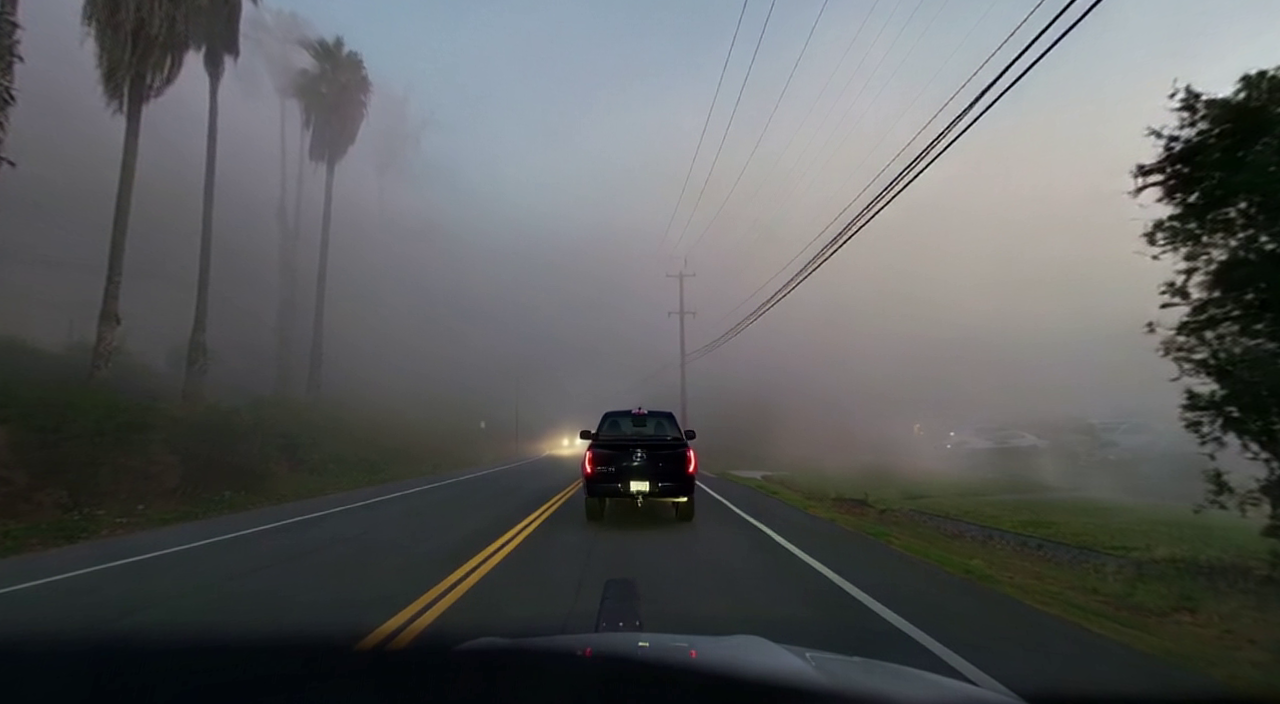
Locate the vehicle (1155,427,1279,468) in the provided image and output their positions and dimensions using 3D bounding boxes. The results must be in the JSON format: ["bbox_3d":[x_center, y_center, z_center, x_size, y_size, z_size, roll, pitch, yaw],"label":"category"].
[{"bbox_3d":[24.474,4.019,26.396,4.314,1.553,1.948,0,-11,-7],"label":"vehicle"}]

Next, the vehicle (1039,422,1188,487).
[{"bbox_3d":[16.009,3.504,21.897,2.338,1.917,6.076,-4,-9,20],"label":"vehicle"}]

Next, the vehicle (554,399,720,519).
[{"bbox_3d":[-0.062,2.285,13.888,2.848,2.047,5.885,0,-8,0],"label":"vehicle"}]

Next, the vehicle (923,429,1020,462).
[{"bbox_3d":[20.391,5.832,39.263,2.277,1.836,6.267,-1,-9,-4],"label":"vehicle"}]
